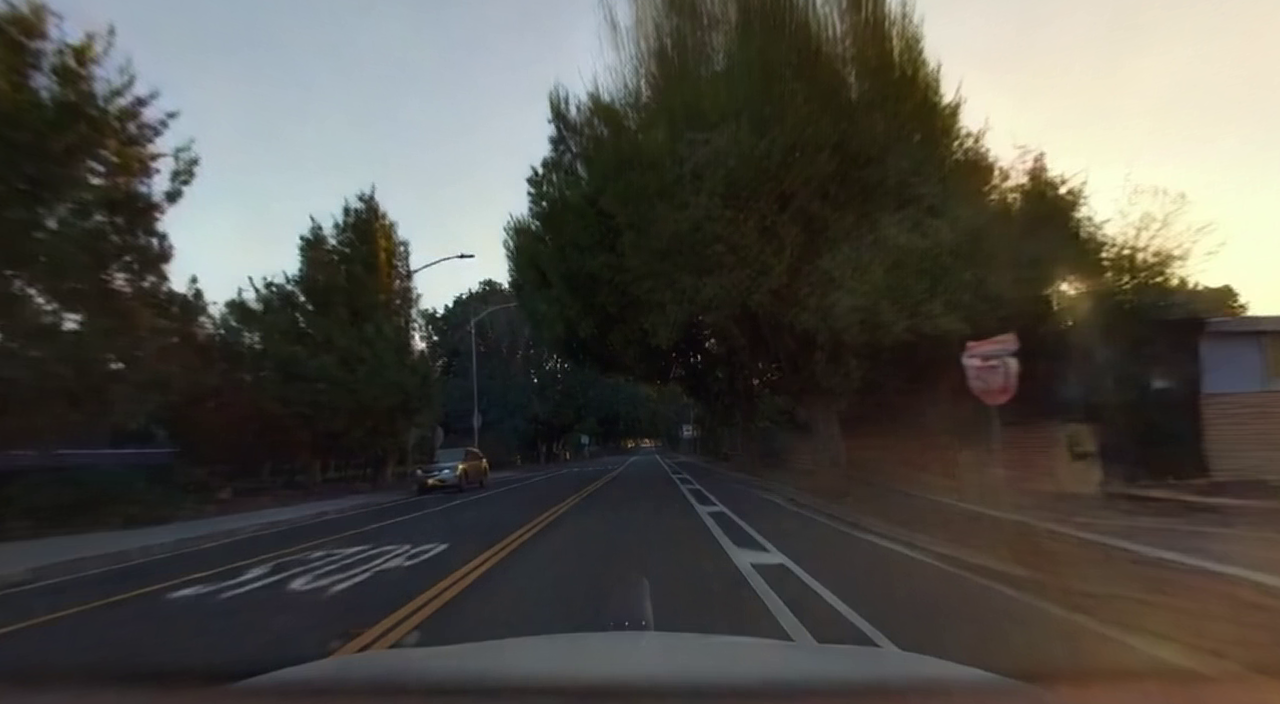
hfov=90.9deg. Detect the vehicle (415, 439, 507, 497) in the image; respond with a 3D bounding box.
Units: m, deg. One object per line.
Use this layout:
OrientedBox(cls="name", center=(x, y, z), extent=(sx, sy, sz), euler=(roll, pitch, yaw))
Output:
OrientedBox(cls="vehicle", center=(-6.294, 4.174, 22.772), extent=(1.992, 1.797, 4.372), euler=(-2, -10, 1))
